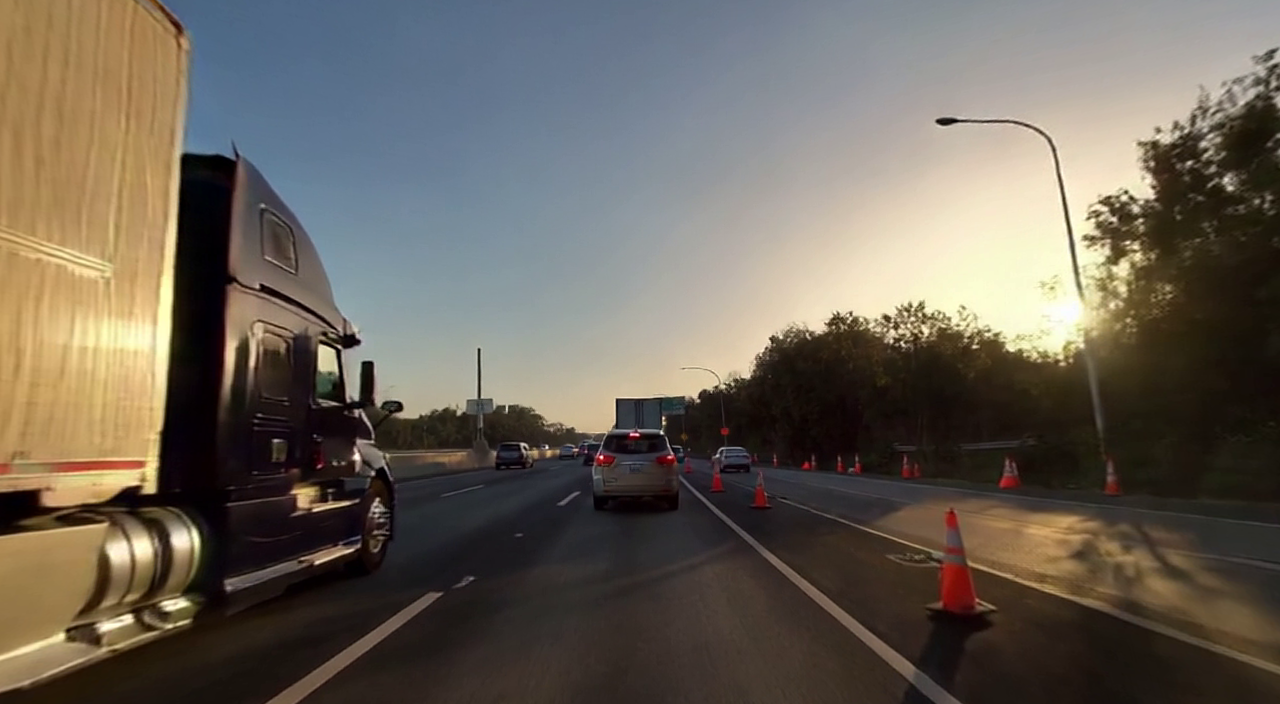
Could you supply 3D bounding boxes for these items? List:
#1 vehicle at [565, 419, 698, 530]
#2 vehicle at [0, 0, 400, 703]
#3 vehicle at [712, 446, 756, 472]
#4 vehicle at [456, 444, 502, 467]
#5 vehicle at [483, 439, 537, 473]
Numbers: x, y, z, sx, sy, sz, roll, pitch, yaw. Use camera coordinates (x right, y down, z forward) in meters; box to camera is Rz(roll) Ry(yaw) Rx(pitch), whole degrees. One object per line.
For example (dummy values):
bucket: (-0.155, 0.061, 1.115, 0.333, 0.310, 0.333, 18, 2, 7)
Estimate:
vehicle: (-0.141, 2.284, 12.254, 2.152, 1.779, 3.924, 0, -9, 0)
vehicle: (-3.843, -0.109, 1.556, 2.990, 3.885, 8.243, 0, -9, 2)
vehicle: (5.688, 6.533, 38.667, 1.918, 1.479, 4.571, 0, -9, -1)
vehicle: (-11.078, 7.155, 43.675, 1.985, 1.496, 4.583, 0, -9, 0)
vehicle: (-7.103, 5.735, 34.894, 1.950, 1.716, 4.436, 0, -9, 1)
